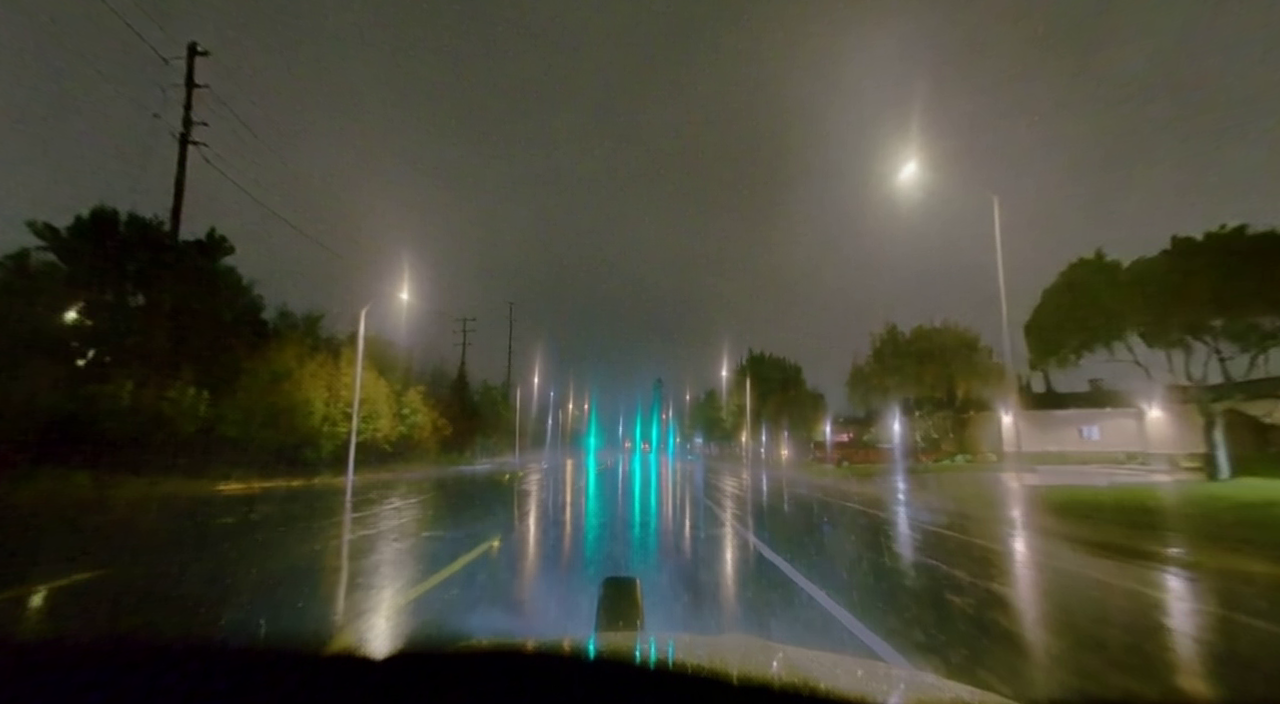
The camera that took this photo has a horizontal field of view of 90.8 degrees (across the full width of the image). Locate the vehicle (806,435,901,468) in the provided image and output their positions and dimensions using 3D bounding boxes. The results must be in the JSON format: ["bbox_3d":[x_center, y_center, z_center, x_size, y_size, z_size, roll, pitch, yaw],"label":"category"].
[{"bbox_3d":[12.922,6.051,38.440,5.037,1.925,2.021,-1,-9,3],"label":"vehicle"}]

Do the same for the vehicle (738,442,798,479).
[{"bbox_3d":[6.637,5.653,33.241,2.043,1.747,4.680,0,-9,-2],"label":"vehicle"}]
